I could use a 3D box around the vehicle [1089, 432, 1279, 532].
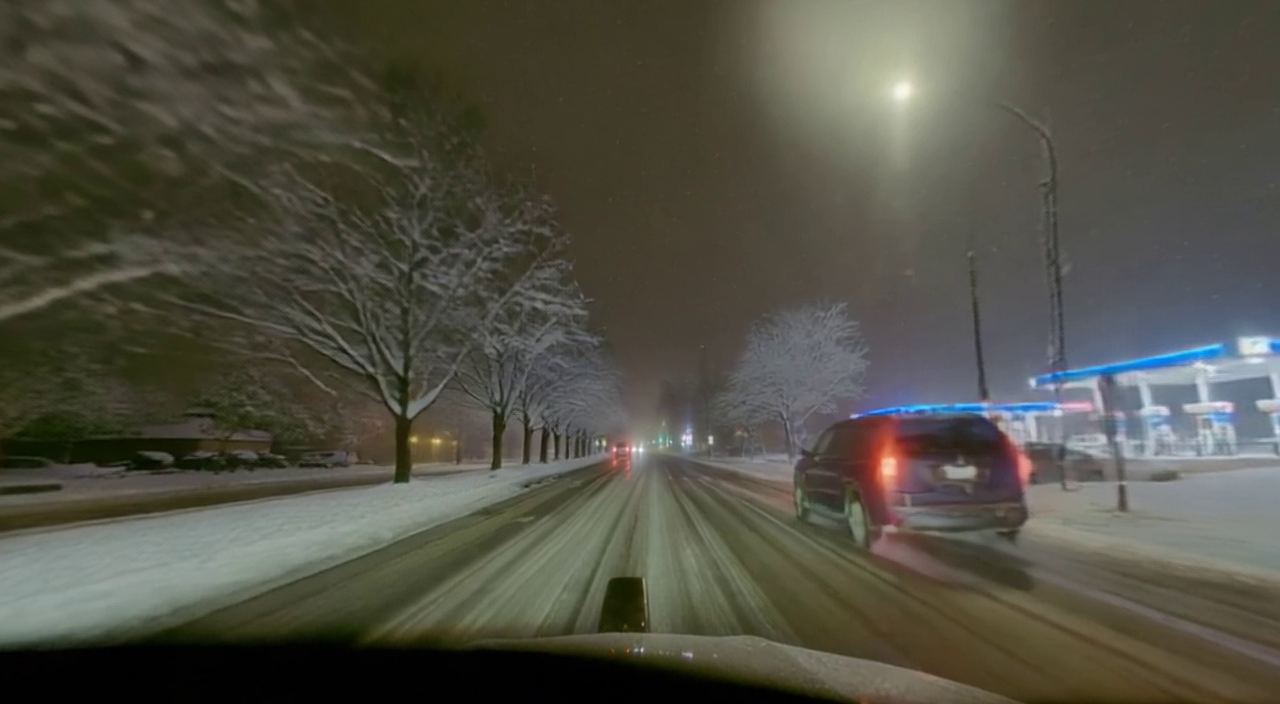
[{"bbox_3d":[11.231,2.328,11.589,4.359,1.656,1.894,-1,-9,3],"label":"vehicle"}]

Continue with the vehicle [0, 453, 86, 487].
[{"bbox_3d":[-31.183,6.066,32.170,4.188,1.365,1.883,-6,-8,3],"label":"vehicle"}]

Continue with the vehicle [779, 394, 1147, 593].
[{"bbox_3d":[3.436,1.638,8.124,2.151,1.771,4.792,0,-9,0],"label":"vehicle"}]
